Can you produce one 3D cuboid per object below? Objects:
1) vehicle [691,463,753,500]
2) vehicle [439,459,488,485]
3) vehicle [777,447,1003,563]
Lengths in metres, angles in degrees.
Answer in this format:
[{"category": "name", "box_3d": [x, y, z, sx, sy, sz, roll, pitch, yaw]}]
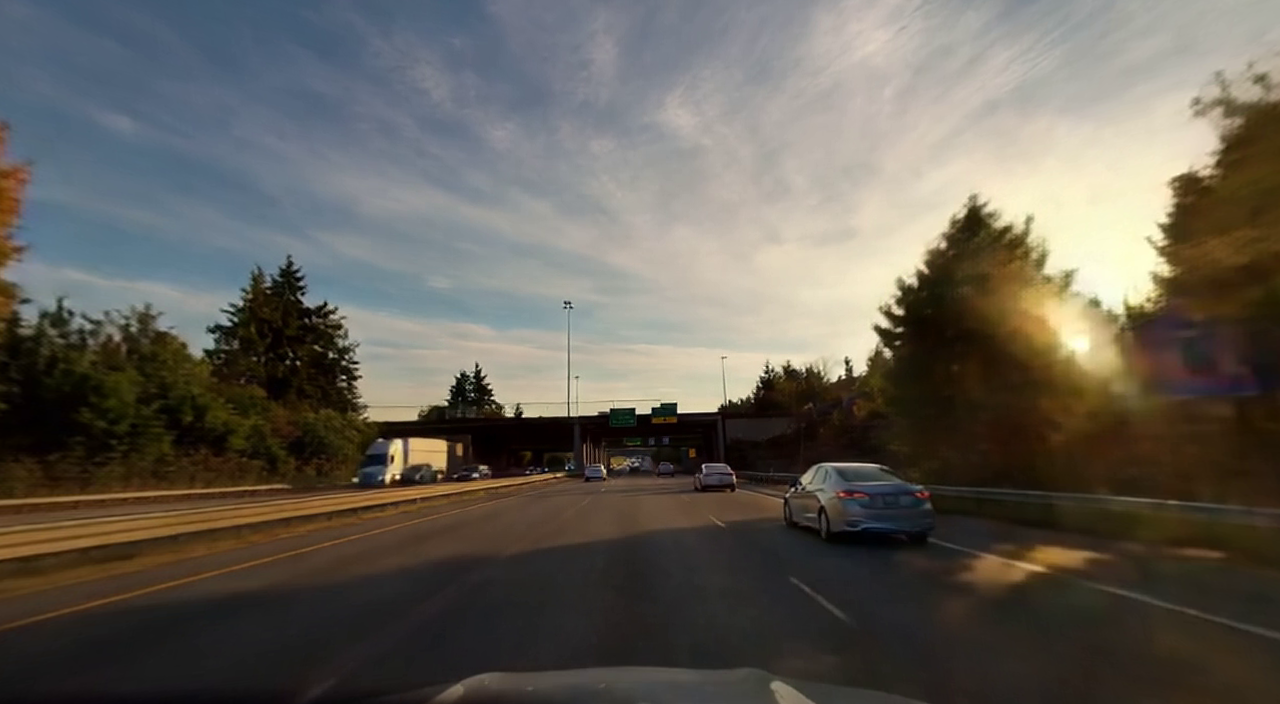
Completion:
[{"category": "vehicle", "box_3d": [3.544, 5.704, 28.044, 2.051, 1.472, 4.547, 1, -10, -2]}, {"category": "vehicle", "box_3d": [-12.686, 8.681, 45.628, 2.050, 1.763, 5.114, 1, -10, 0]}, {"category": "vehicle", "box_3d": [4.025, 2.586, 11.241, 2.010, 1.579, 4.679, 1, -10, -1]}]
